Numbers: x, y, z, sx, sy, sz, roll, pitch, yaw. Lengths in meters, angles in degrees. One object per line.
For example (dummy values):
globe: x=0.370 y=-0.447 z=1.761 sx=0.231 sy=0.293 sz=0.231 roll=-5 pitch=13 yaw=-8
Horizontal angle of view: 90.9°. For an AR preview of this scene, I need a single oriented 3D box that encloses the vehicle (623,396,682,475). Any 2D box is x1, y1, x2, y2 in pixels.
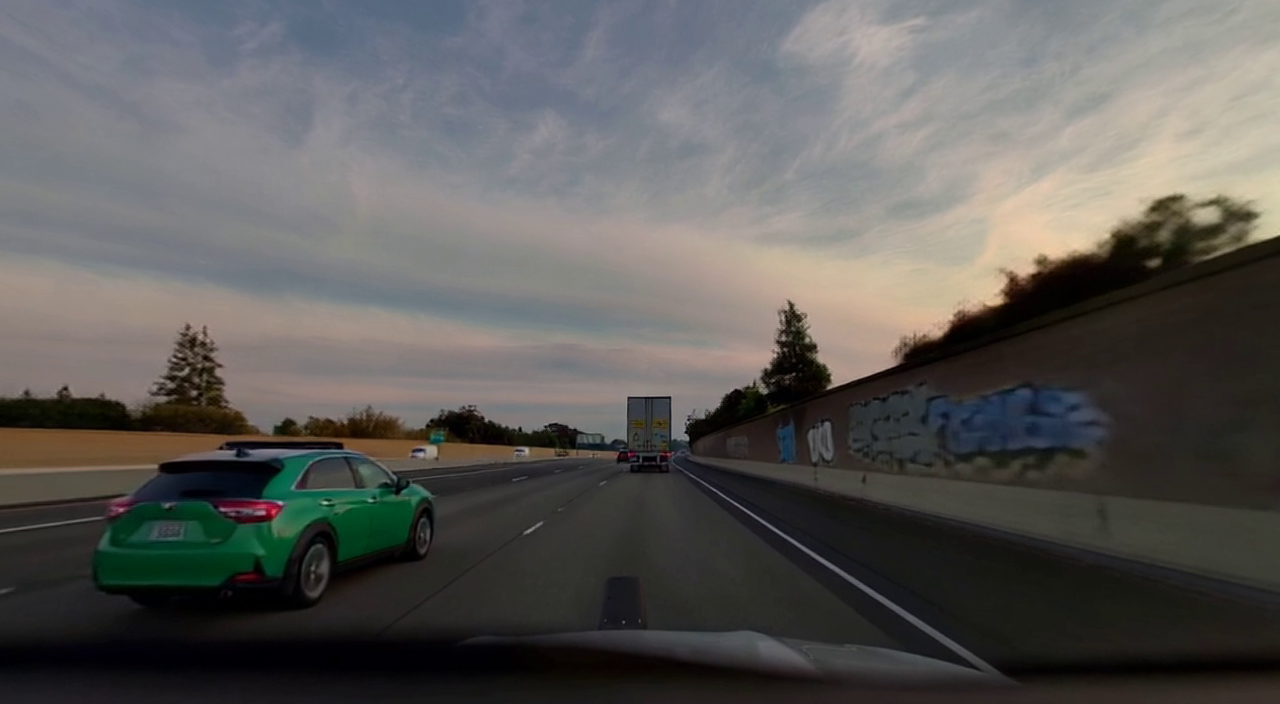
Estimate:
vehicle: x=0.618 y=5.111 z=37.774 sx=2.997 sy=4.069 sz=10.871 roll=0 pitch=-9 yaw=0
